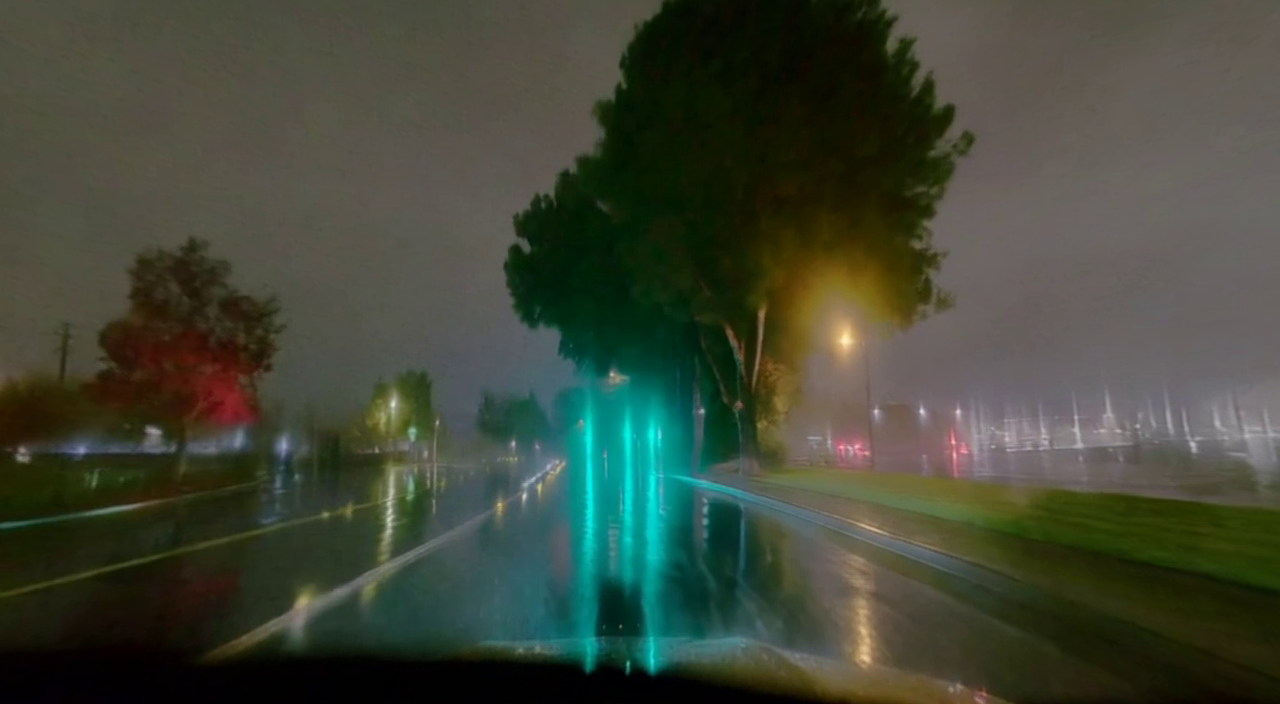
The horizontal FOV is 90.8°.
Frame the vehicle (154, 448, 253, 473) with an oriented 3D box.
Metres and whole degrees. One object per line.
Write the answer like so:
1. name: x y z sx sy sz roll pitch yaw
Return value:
1. vehicle: -26.754 6.657 38.876 4.527 1.441 2.024 1 -8 -5
